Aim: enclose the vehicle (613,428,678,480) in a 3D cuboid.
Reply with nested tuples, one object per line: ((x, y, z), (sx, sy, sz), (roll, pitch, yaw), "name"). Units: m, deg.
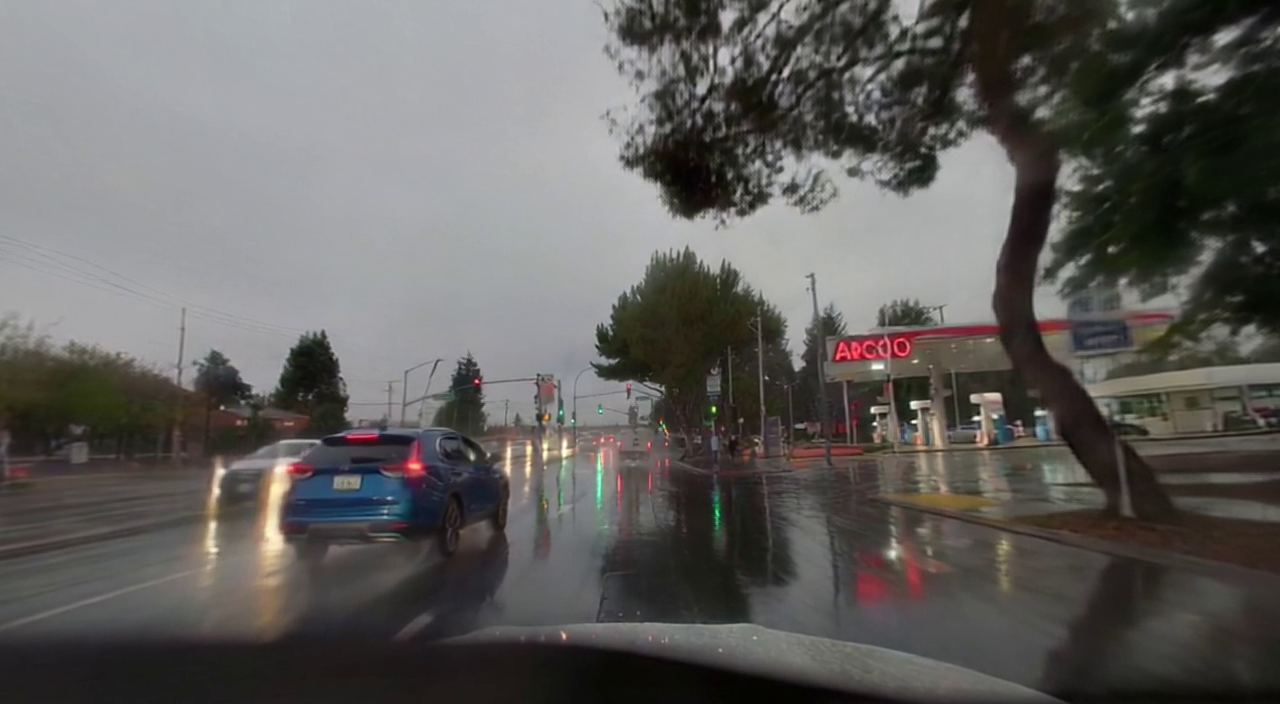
((0.157, 4.425, 27.464), (2.552, 1.999, 5.498), (0, -8, -1), "vehicle")

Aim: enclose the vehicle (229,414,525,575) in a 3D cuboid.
((-3.352, 1.934, 9.438), (2.247, 1.734, 4.919), (-1, -8, 1), "vehicle")
